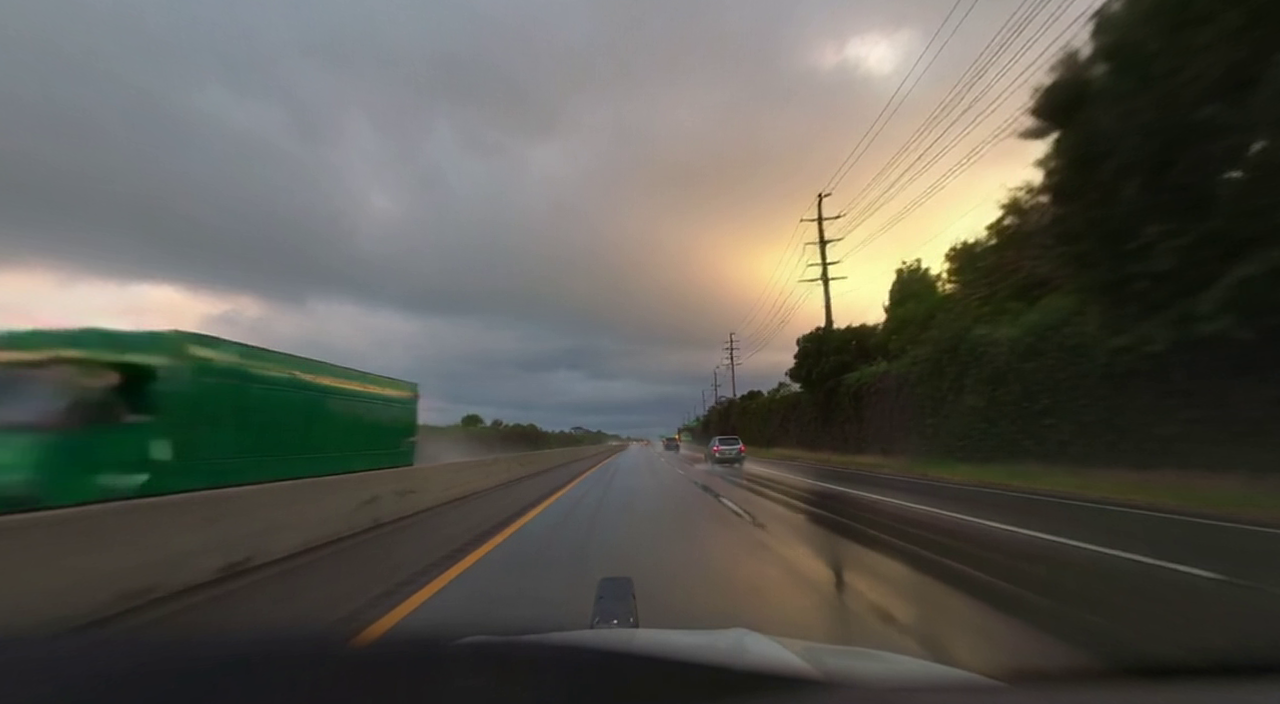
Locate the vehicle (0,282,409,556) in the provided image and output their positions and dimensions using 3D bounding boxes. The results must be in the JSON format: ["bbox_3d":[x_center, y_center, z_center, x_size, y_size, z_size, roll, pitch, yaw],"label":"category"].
[{"bbox_3d":[-11.105,2.127,17.560,3.267,4.085,16.559,-1,-8,-1],"label":"vehicle"}]

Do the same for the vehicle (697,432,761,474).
[{"bbox_3d":[3.605,4.211,26.424,1.977,1.581,4.428,-1,-8,-1],"label":"vehicle"}]
